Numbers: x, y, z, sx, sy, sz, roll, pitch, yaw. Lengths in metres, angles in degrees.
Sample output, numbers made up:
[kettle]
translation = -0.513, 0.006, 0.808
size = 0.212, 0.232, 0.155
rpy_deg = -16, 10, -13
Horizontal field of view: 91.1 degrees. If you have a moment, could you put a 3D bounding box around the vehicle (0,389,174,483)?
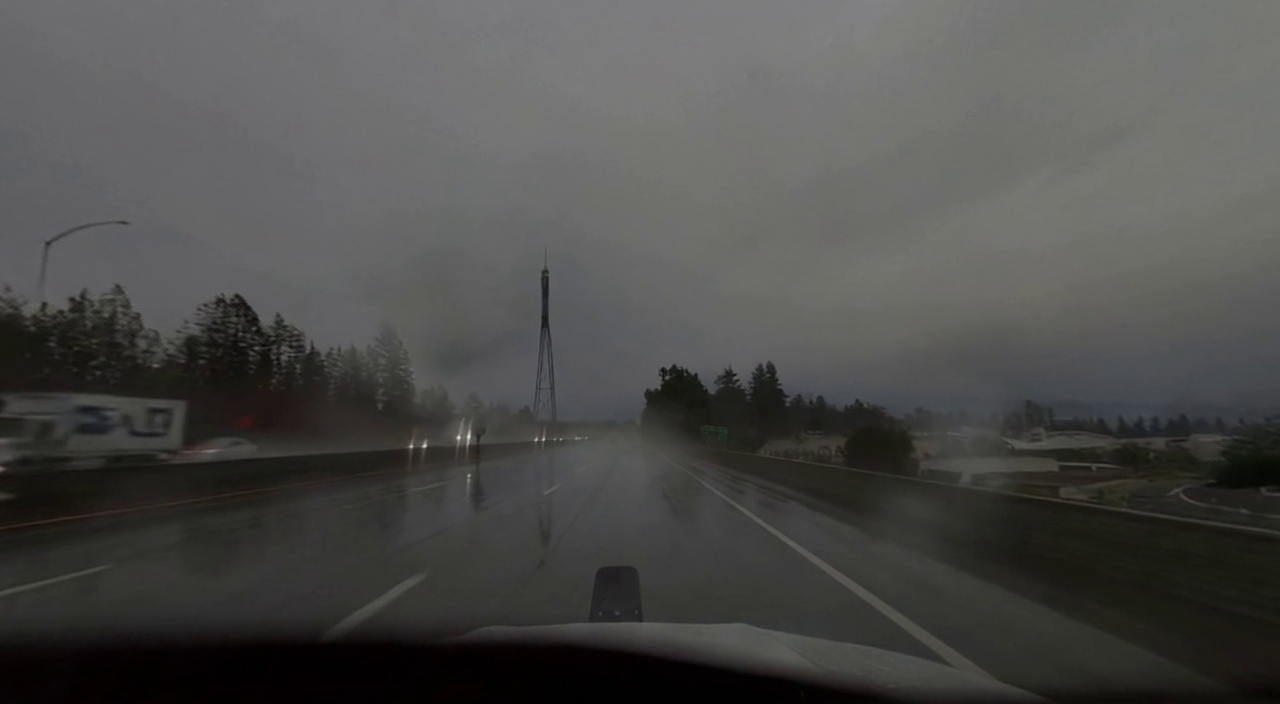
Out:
[vehicle]
translation = -24.812, 3.651, 27.430
size = 2.904, 3.487, 7.840
rpy_deg = 0, -8, -1
